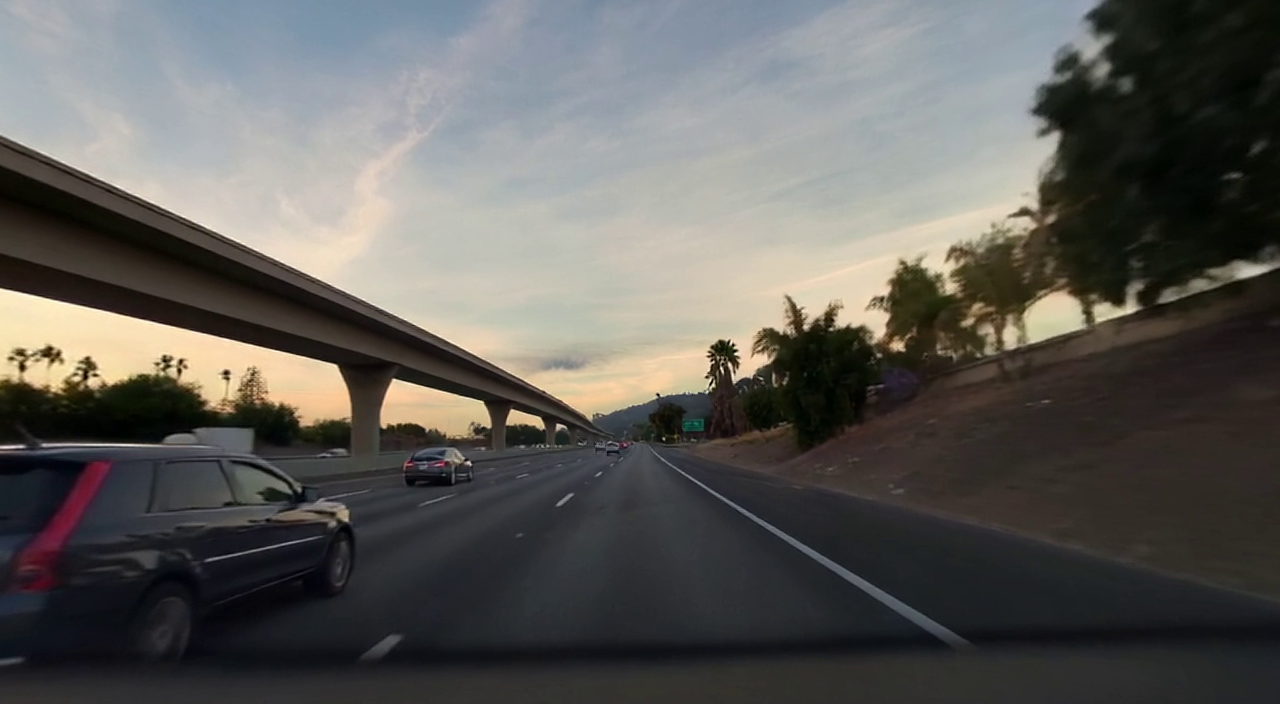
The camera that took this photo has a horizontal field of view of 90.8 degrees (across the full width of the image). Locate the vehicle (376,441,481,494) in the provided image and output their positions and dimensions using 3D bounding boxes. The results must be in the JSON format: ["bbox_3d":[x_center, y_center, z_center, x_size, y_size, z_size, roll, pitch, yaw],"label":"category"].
[{"bbox_3d":[-6.672,3.659,20.457,1.914,1.503,4.268,0,-9,0],"label":"vehicle"}]

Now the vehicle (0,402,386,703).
[{"bbox_3d":[-3.364,1.118,3.481,1.978,1.499,4.695,0,-9,0],"label":"vehicle"}]
